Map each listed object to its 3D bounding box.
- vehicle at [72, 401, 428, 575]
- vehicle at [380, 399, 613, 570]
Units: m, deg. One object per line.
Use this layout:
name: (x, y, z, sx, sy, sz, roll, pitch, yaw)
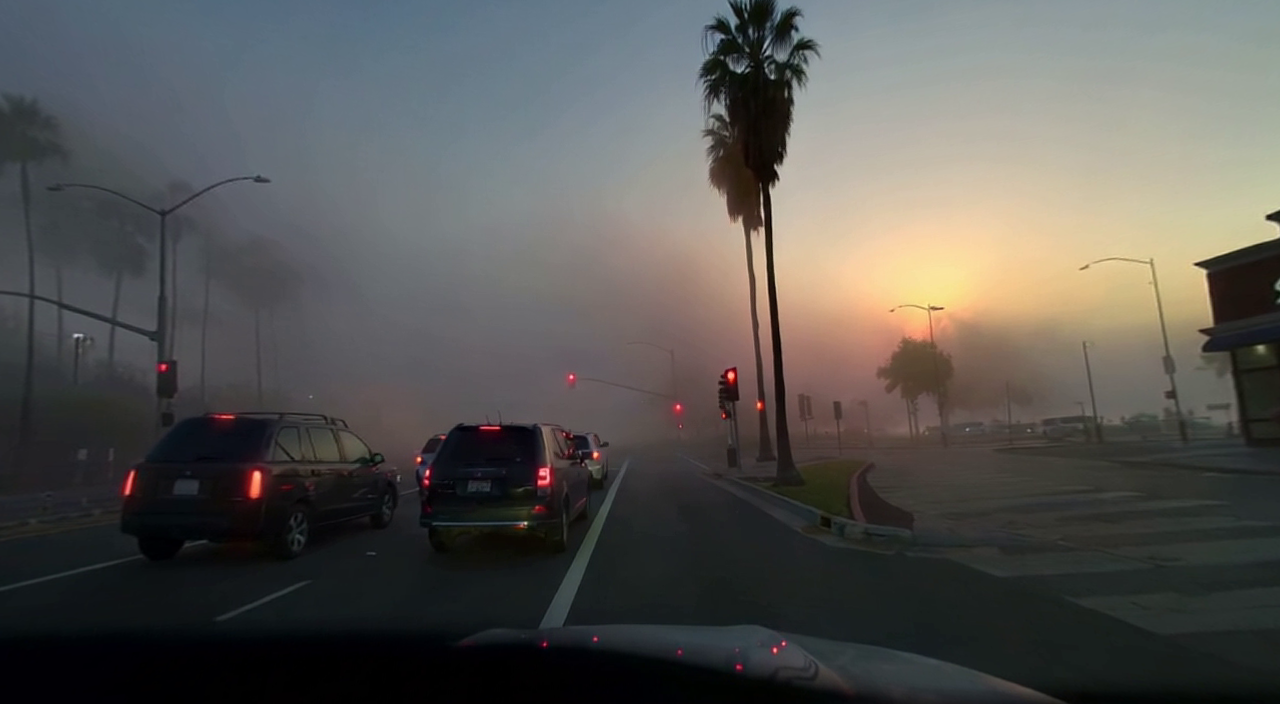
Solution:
vehicle: (-5.021, 1.826, 9.264, 2.025, 1.862, 4.804, 0, -9, 1)
vehicle: (-1.584, 1.705, 8.804, 2.153, 1.759, 4.320, 0, -9, 1)
